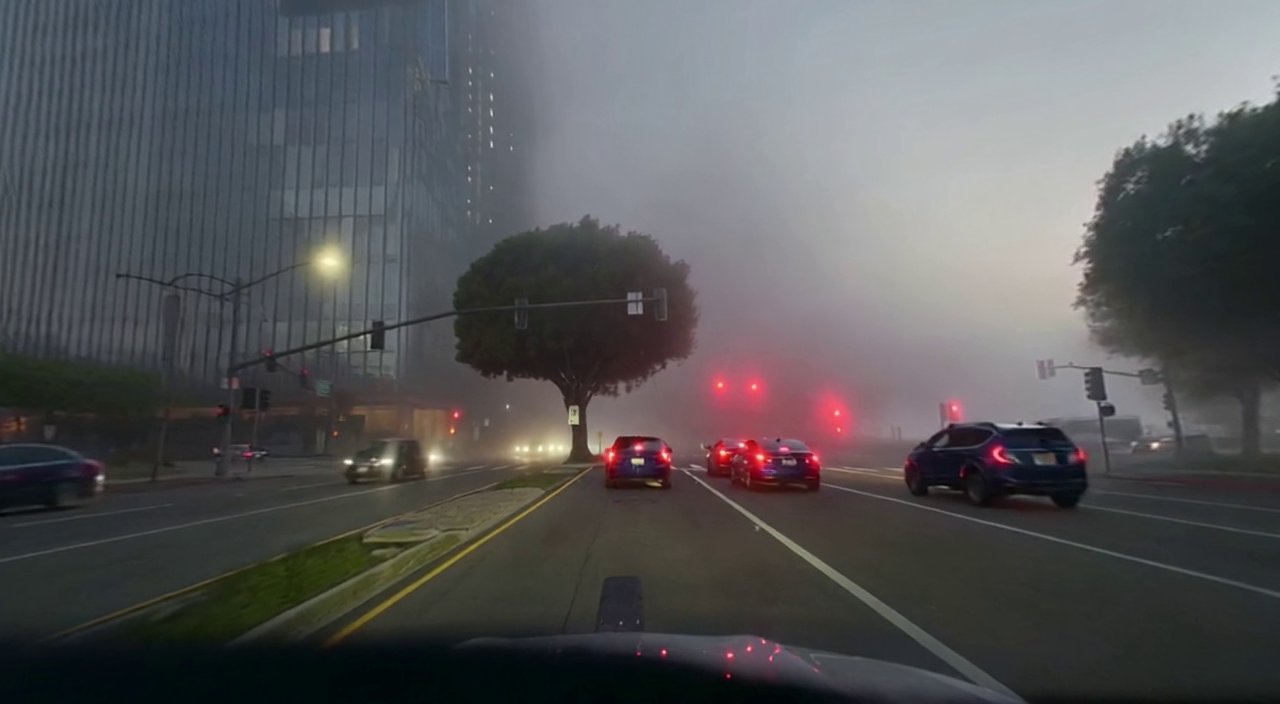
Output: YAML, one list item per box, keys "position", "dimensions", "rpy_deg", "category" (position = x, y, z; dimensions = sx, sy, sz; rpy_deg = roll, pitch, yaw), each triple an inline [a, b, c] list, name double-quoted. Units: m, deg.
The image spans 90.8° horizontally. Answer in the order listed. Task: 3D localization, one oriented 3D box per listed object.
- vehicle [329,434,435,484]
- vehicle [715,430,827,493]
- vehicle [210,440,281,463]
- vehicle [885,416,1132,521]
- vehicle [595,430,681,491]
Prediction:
- position: [-8.635, 3.599, 21.540]
  dimensions: [1.965, 1.530, 3.883]
  rpy_deg: [0, -8, 0]
  category: "vehicle"
- position: [3.430, 2.974, 17.481]
  dimensions: [2.018, 1.491, 4.544]
  rpy_deg: [0, -8, -1]
  category: "vehicle"
- position: [-27.144, 6.861, 43.566]
  dimensions: [3.657, 1.528, 1.783]
  rpy_deg: [1, -8, -4]
  category: "vehicle"
- position: [7.183, 2.328, 13.131]
  dimensions: [2.177, 1.774, 4.743]
  rpy_deg: [0, -8, -1]
  category: "vehicle"
- position: [-0.092, 2.947, 17.444]
  dimensions: [2.087, 1.468, 4.014]
  rpy_deg: [0, -8, -1]
  category: "vehicle"
